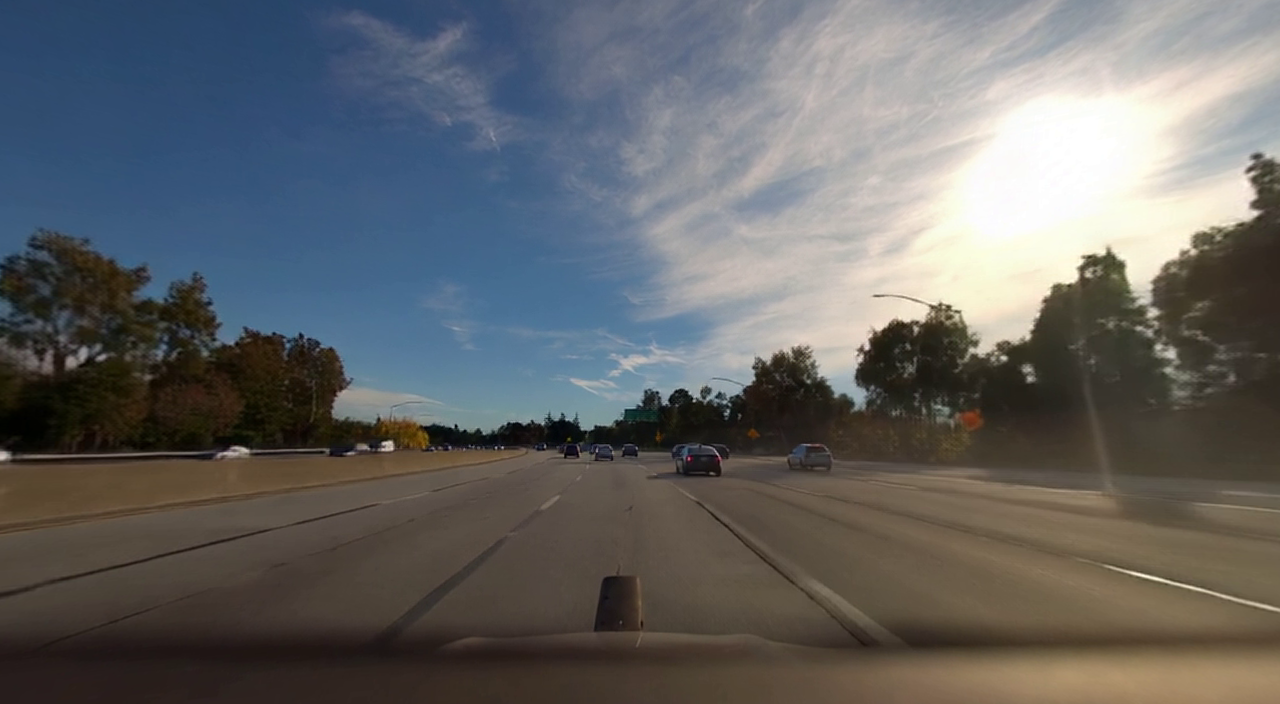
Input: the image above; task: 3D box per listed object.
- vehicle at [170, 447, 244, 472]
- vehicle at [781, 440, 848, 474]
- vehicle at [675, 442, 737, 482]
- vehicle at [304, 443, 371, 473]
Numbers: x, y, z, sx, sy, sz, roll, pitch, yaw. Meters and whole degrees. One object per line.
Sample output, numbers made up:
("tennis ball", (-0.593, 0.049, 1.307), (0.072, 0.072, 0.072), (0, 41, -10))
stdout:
("vehicle", (-28.821, 7.139, 42.079), (1.886, 1.533, 4.395), (0, -9, -2))
("vehicle", (9.173, 5.567, 33.470), (1.909, 1.634, 4.739), (1, -9, -4))
("vehicle", (2.692, 4.604, 26.633), (1.975, 1.562, 3.823), (1, -9, -4))
("vehicle", (-17.703, 6.201, 37.048), (1.927, 1.668, 4.237), (0, -9, -2))
